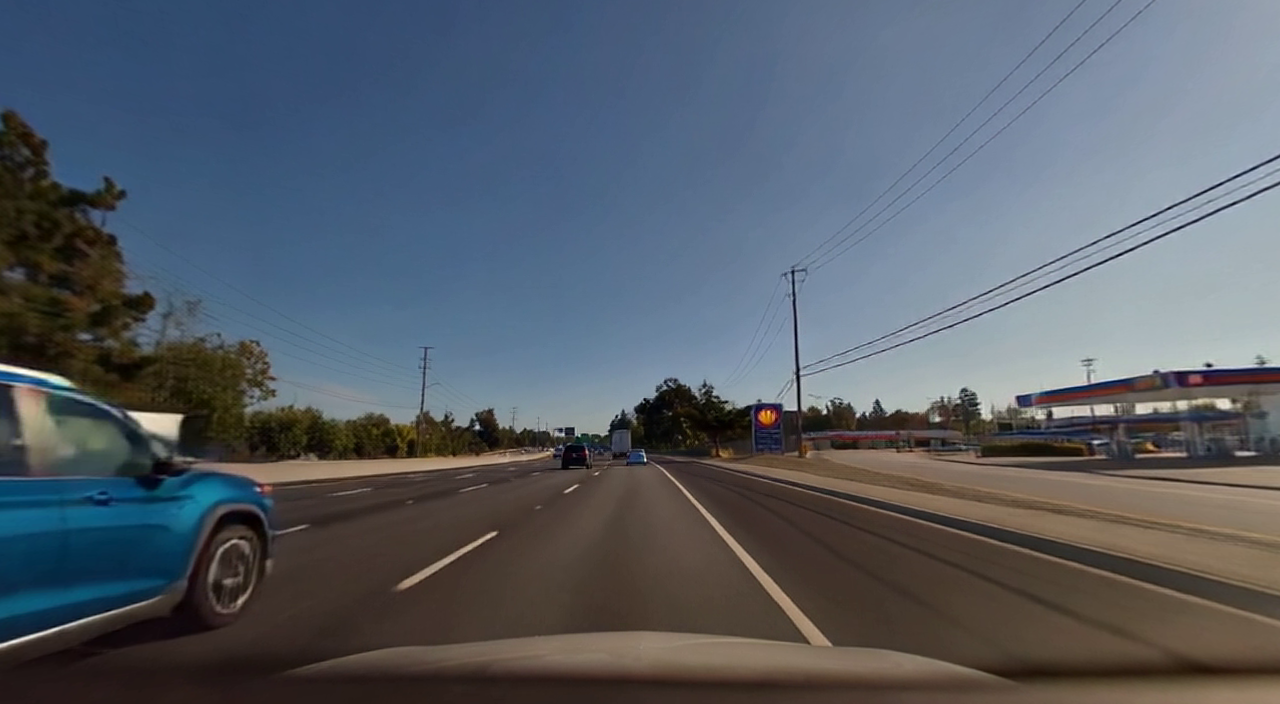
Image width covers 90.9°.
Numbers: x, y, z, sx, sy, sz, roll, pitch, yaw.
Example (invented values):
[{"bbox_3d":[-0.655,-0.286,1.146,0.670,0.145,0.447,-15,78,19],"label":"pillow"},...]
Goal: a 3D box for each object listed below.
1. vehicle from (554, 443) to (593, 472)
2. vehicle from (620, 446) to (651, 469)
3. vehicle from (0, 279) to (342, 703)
[{"bbox_3d":[-4.667,7.501,45.051,2.273,1.884,4.515,0,-8,0],"label":"vehicle"},{"bbox_3d":[-0.361,7.401,44.412,1.982,1.524,3.800,0,-8,-2],"label":"vehicle"},{"bbox_3d":[-4.139,0.706,2.580,2.694,2.081,6.099,0,-8,2],"label":"vehicle"}]
